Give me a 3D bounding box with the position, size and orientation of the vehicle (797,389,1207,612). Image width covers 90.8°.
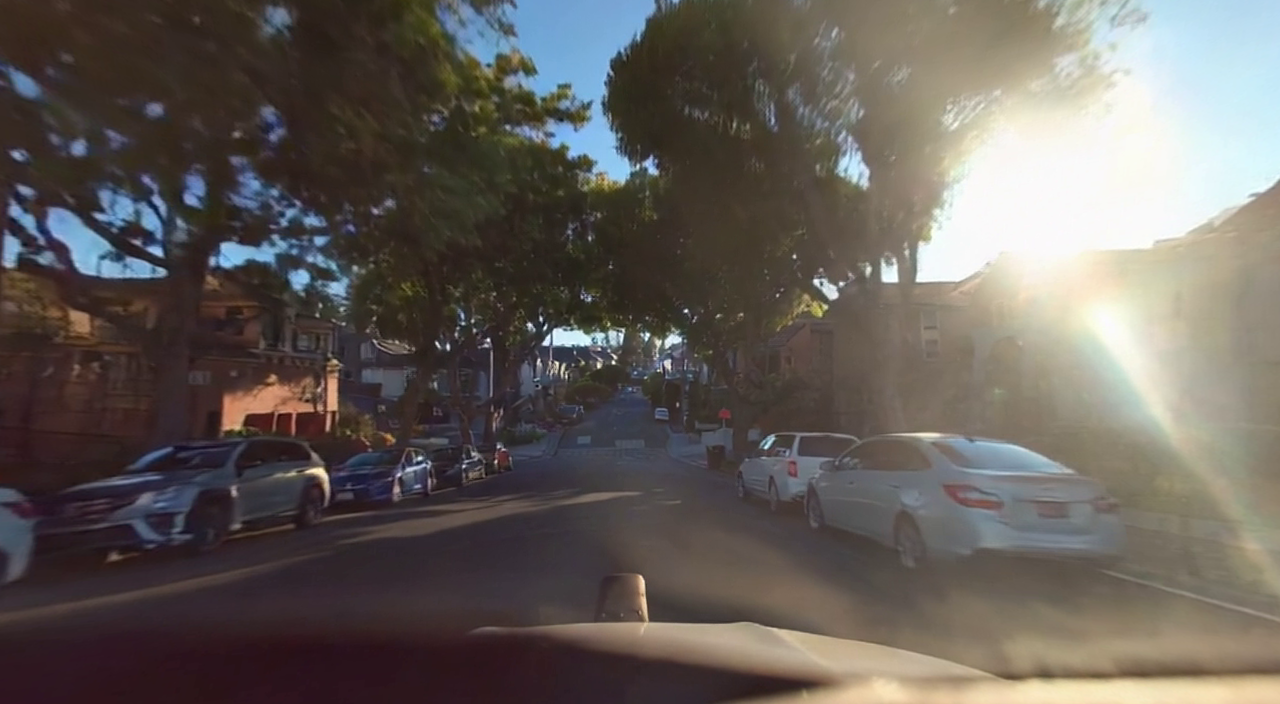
[{"bbox_3d":[3.419,1.494,7.293,1.952,1.738,4.518,0,-8,-1],"label":"vehicle"}]

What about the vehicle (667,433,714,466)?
[{"bbox_3d":[2.633,5.213,33.860,1.966,1.620,4.187,0,-8,-3],"label":"vehicle"}]

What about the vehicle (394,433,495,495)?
[{"bbox_3d":[-6.144,3.519,20.509,1.922,1.569,4.677,-1,-5,-1],"label":"vehicle"}]

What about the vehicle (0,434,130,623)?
[{"bbox_3d":[-6.050,1.291,4.224,2.003,1.489,4.051,0,-8,-3],"label":"vehicle"}]

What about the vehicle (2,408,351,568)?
[{"bbox_3d":[-6.208,1.872,9.356,1.830,1.750,4.502,1,-9,-2],"label":"vehicle"}]

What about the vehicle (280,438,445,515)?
[{"bbox_3d":[-6.292,2.826,15.005,1.909,1.490,4.439,-1,-8,0],"label":"vehicle"}]
